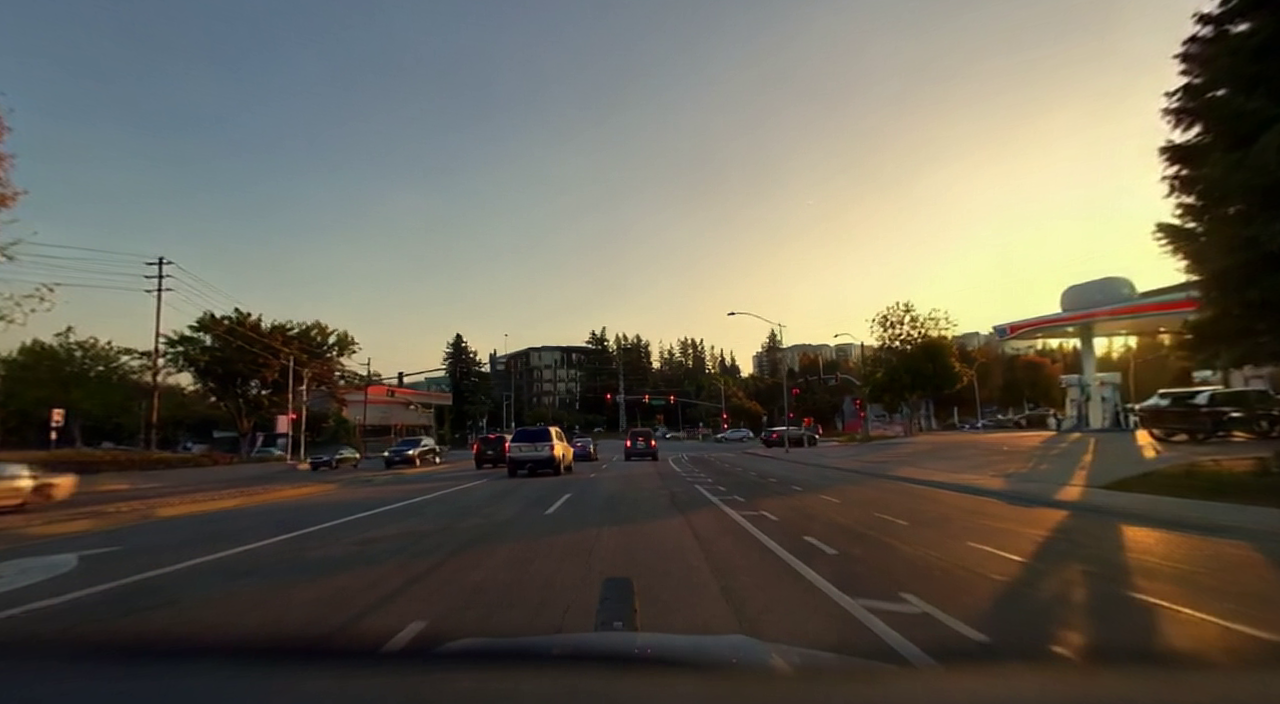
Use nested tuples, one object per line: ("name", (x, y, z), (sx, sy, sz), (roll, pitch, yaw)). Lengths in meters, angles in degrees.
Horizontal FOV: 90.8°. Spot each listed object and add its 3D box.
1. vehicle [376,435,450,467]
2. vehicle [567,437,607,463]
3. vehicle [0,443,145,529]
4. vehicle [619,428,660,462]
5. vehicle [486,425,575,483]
("vehicle", (-14.004, 6.157, 39.458), (2.238, 1.872, 5.625), (-1, -9, 4))
("vehicle", (-3.102, 5.880, 37.959), (1.881, 1.424, 4.098), (0, -9, 2))
("vehicle", (-13.527, 2.811, 13.572), (1.981, 1.671, 4.598), (0, -9, 1))
("vehicle", (0.036, 5.442, 36.907), (2.224, 1.819, 5.005), (0, -8, 1))
("vehicle", (-3.478, 3.359, 20.994), (2.096, 1.718, 4.266), (0, -9, 1))
